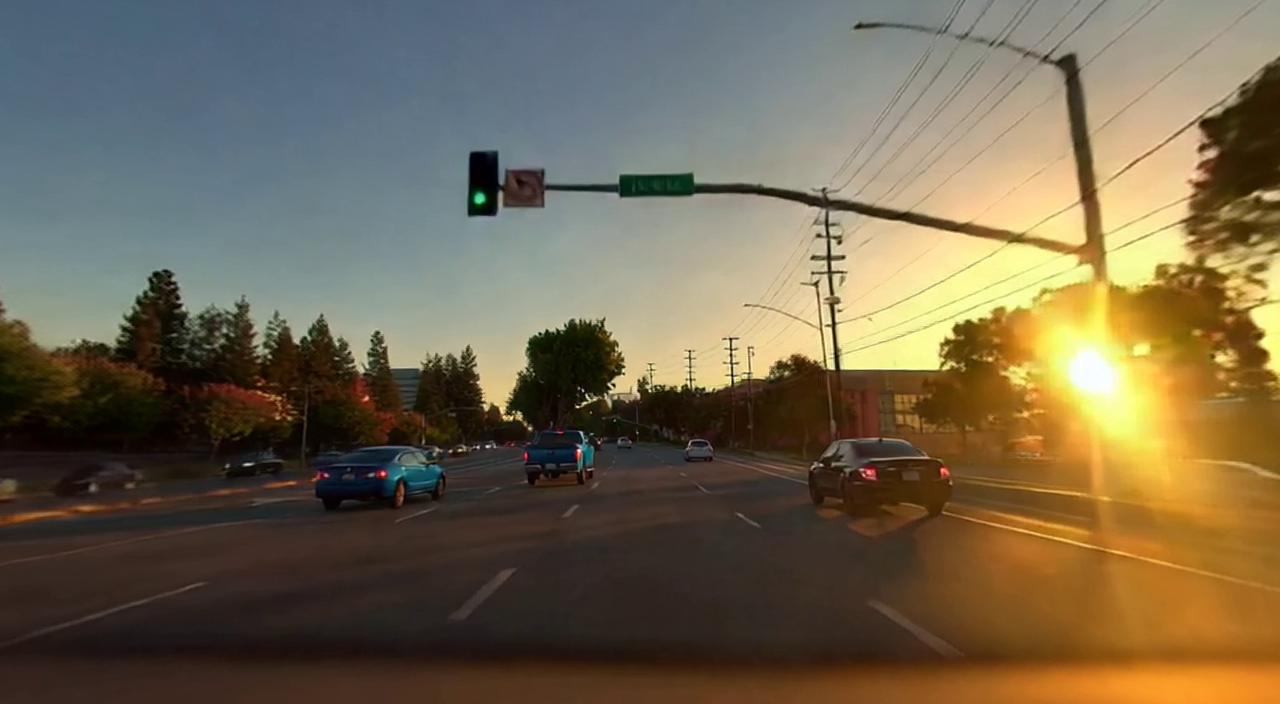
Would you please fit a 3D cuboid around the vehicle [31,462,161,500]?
[{"bbox_3d":[-24.669,5.837,28.926,1.916,1.471,4.574,0,-9,-1],"label":"vehicle"}]

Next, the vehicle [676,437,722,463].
[{"bbox_3d":[3.474,5.886,38.093,2.071,1.435,4.226,0,-9,-4],"label":"vehicle"}]

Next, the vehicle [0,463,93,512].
[{"bbox_3d":[-21.288,4.516,21.193,1.855,1.457,4.533,0,-9,-1],"label":"vehicle"}]

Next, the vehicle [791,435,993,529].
[{"bbox_3d":[4.482,2.362,12.156,1.840,1.428,4.602,0,-9,-2],"label":"vehicle"}]

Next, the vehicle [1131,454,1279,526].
[{"bbox_3d":[16.519,3.735,17.716,2.002,1.681,4.507,-1,-9,3],"label":"vehicle"}]

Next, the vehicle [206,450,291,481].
[{"bbox_3d":[-28.133,8.151,45.716,2.218,2.034,6.104,0,-9,0],"label":"vehicle"}]

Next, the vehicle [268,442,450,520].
[{"bbox_3d":[-6.238,2.881,14.795,2.035,1.497,4.723,0,-9,1],"label":"vehicle"}]

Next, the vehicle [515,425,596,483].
[{"bbox_3d":[-3.139,4.018,25.055,2.467,1.991,6.089,0,-9,-1],"label":"vehicle"}]
